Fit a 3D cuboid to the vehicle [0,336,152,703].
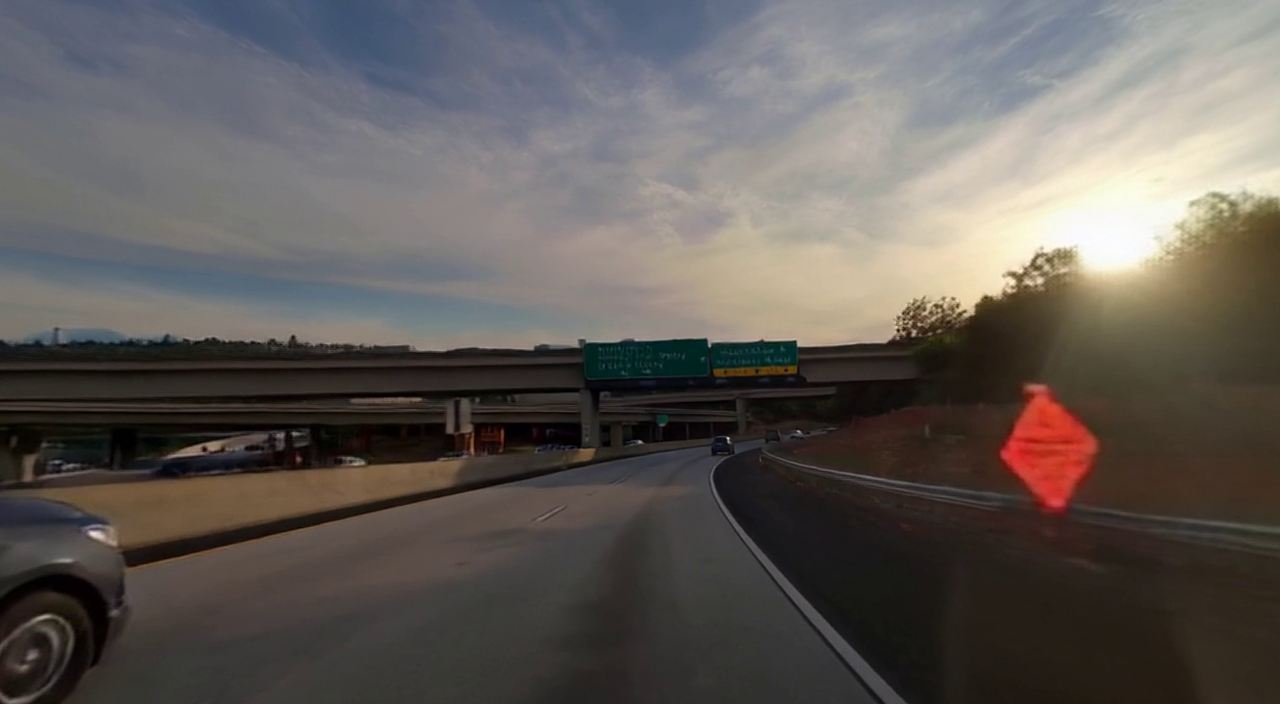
[{"bbox_3d":[-3.452,0.496,0.564,2.106,1.640,4.853,0,-9,0],"label":"vehicle"}]
